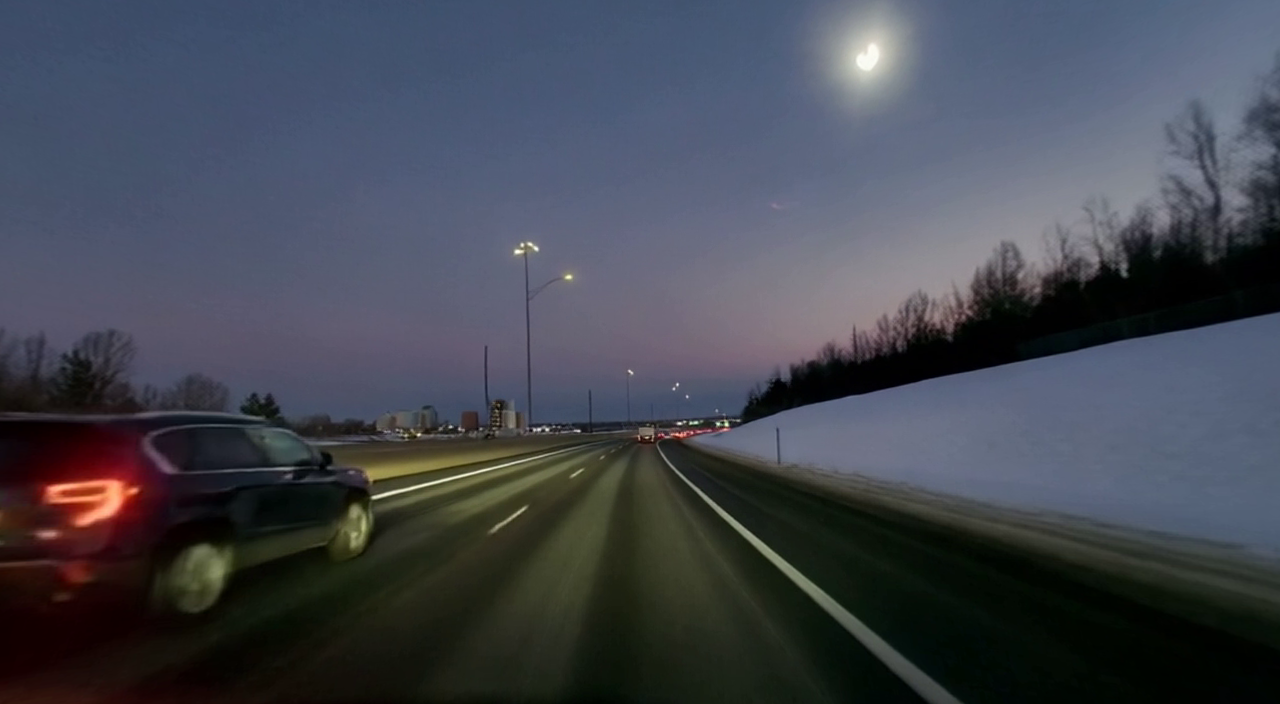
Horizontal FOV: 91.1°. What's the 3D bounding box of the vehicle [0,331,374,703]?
[{"bbox_3d":[-3.860,0.998,4.561,2.018,1.678,4.312,0,-8,-1],"label":"vehicle"}]
